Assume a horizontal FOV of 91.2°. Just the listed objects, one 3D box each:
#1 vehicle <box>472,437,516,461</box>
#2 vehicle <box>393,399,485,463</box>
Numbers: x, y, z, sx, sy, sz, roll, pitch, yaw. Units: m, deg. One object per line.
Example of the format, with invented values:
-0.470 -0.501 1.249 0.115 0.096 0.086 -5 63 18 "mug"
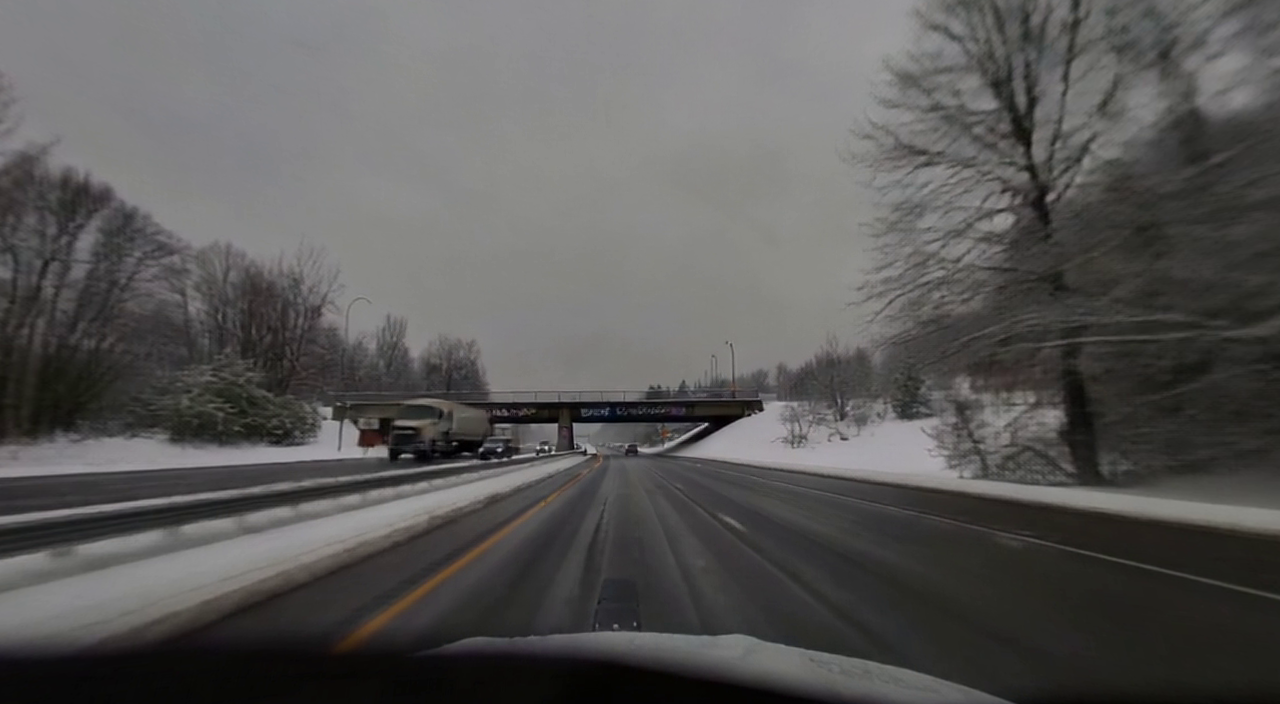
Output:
-10.293 6.892 44.477 2.046 1.609 4.642 0 -9 -1 "vehicle"
-14.616 6.138 47.202 2.885 4.088 13.949 0 -9 -3 "vehicle"
